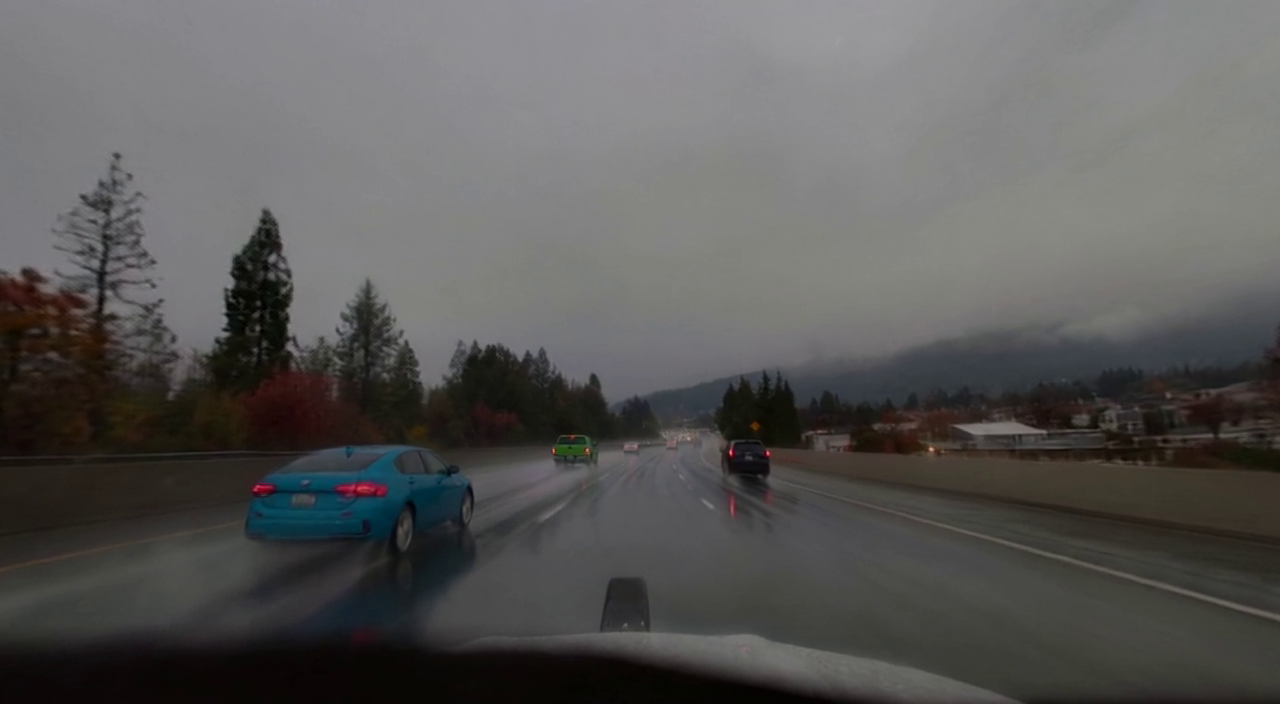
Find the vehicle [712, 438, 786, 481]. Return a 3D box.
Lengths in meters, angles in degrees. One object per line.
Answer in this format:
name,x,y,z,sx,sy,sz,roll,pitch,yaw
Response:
vehicle,4.038,4.065,24.130,2.100,1.472,4.533,0,-8,1

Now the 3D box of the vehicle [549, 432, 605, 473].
vehicle,-2.995,4.950,31.087,2.122,1.847,4.696,0,-8,2

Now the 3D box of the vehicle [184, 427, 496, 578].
vehicle,-3.481,1.825,8.515,1.948,1.475,4.461,0,-8,1
